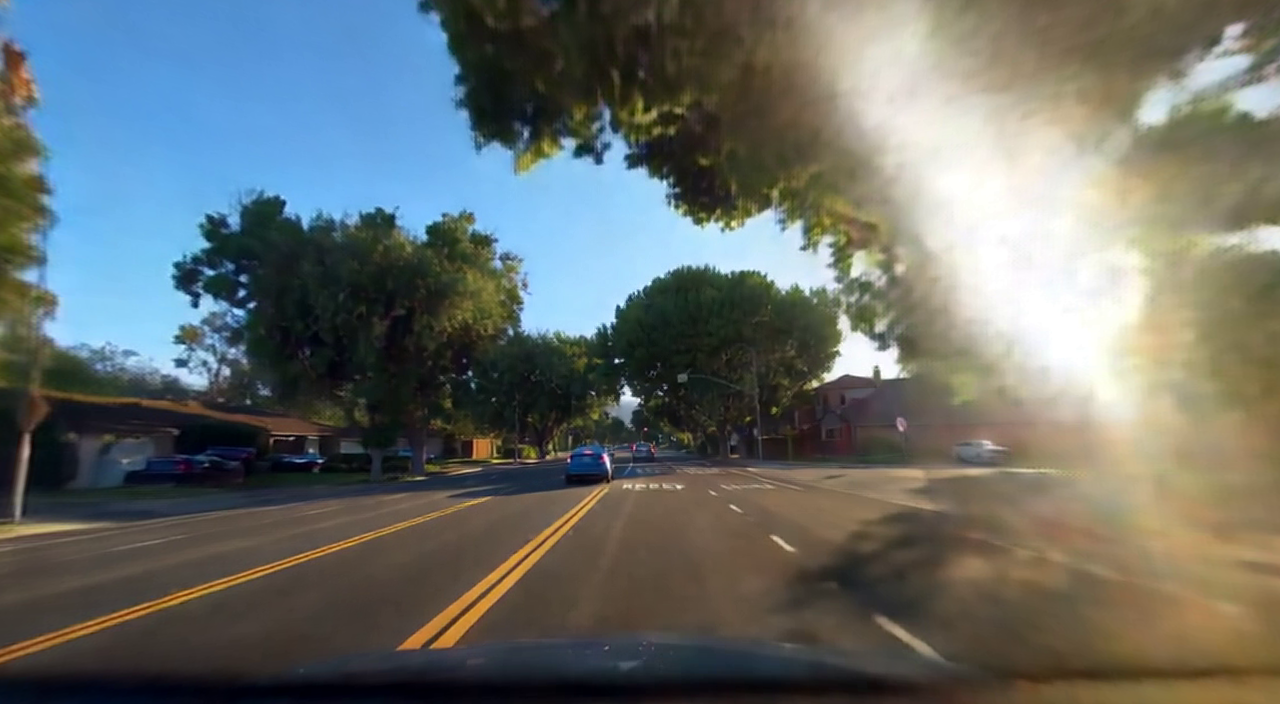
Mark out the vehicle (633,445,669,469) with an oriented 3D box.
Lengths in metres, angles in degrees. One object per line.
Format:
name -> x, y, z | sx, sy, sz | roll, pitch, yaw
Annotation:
vehicle -> 0.697, 6.902, 41.730 | 2.226, 1.505, 4.128 | 0, -9, 0

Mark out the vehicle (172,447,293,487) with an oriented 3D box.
vehicle -> -22.357, 6.278, 34.950 | 2.173, 1.849, 5.752 | -5, -9, 12

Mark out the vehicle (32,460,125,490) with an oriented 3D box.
vehicle -> -33.160, 7.235, 37.357 | 1.774, 1.484, 3.684 | -5, -9, 13

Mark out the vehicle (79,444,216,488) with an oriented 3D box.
vehicle -> -27.868, 6.419, 36.041 | 2.161, 2.233, 5.937 | -2, -9, 14

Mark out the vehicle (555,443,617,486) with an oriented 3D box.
vehicle -> -1.978, 4.278, 24.391 | 2.158, 1.469, 4.909 | 0, -9, -2

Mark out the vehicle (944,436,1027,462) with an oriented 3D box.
vehicle -> 22.838, 6.424, 41.744 | 4.318, 1.601, 1.975 | 0, -9, -3
